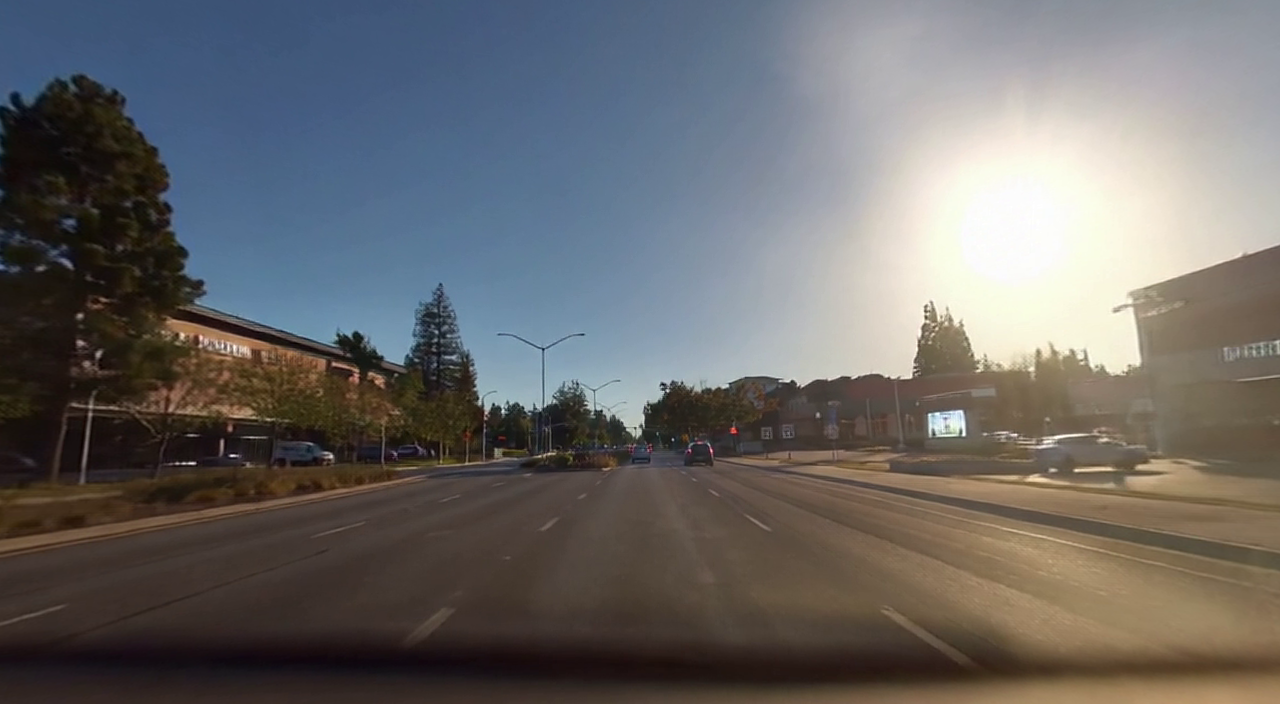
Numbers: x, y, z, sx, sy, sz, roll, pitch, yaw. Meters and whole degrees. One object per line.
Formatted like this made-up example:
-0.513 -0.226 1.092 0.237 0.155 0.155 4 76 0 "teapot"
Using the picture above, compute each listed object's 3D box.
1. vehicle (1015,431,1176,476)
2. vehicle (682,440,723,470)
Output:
16.787 3.752 23.429 4.233 1.562 2.143 0 -8 1 "vehicle"
3.801 6.354 39.091 2.007 1.683 4.171 0 -8 -1 "vehicle"
